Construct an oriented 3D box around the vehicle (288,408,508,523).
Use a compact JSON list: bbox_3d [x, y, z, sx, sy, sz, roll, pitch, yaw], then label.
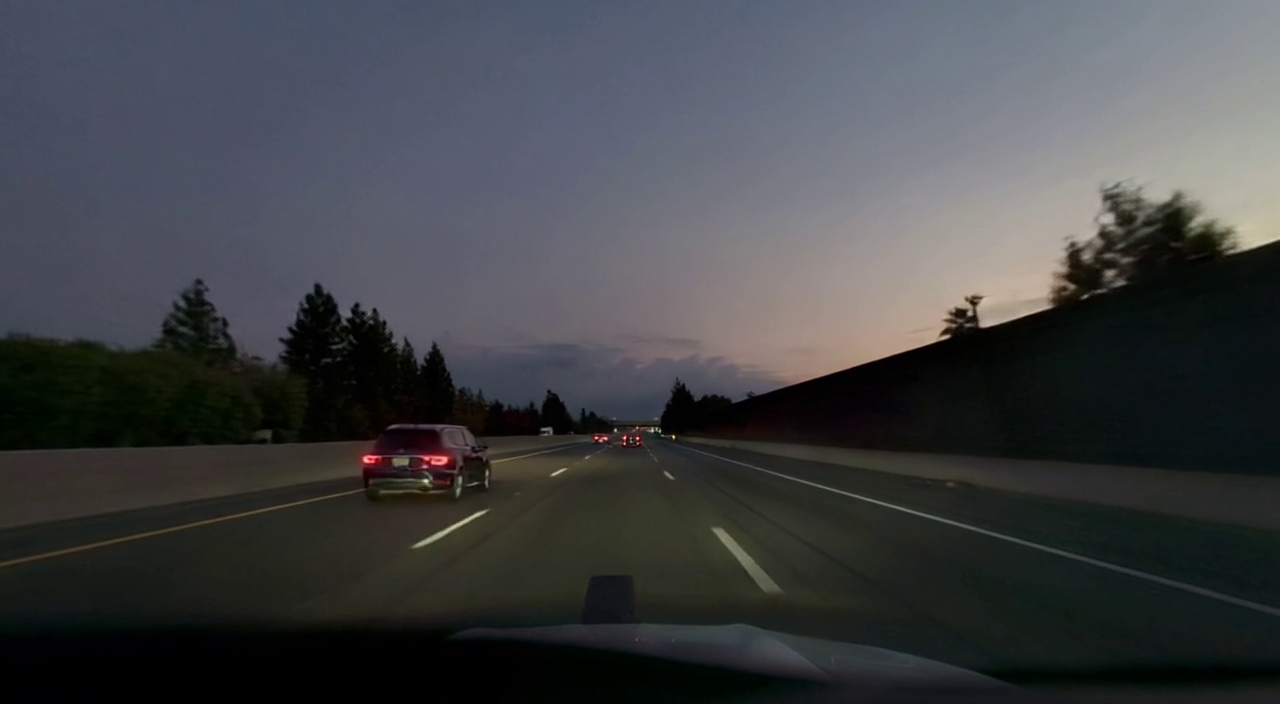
[{"bbox_3d":[-4.154,2.025,11.901,2.306,1.730,4.606,0,-8,0],"label":"vehicle"}]
